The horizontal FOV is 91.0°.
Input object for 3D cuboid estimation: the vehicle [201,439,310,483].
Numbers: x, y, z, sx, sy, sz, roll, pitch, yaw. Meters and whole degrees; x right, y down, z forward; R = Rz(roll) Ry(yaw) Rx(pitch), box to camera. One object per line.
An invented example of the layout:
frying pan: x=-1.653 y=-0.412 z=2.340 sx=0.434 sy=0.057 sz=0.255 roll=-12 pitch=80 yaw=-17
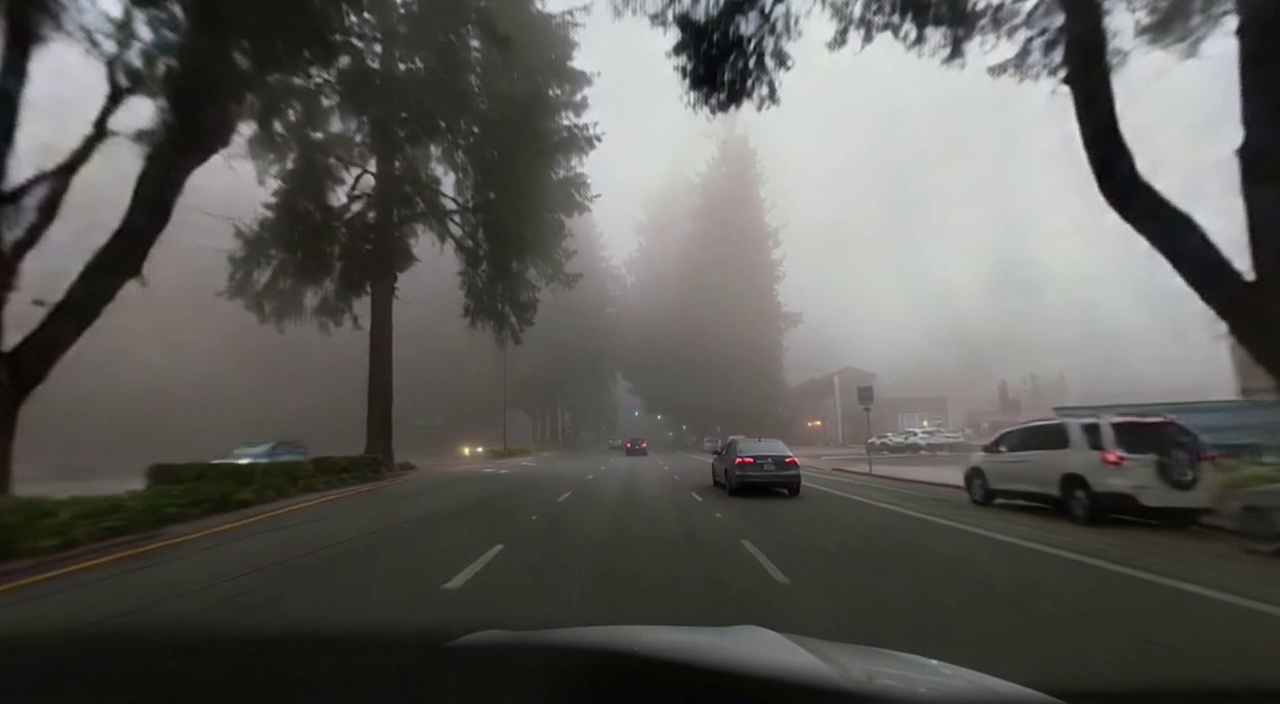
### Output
vehicle: x=-15.648 y=4.432 z=25.926 sx=1.885 sy=1.633 sz=4.265 roll=1 pitch=-8 yaw=-2

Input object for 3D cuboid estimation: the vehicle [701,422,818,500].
vehicle: x=2.779 y=2.651 z=15.645 sx=2.022 sy=1.656 sz=4.025 roll=0 pitch=-8 yaw=-1

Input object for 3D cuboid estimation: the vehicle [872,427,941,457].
vehicle: x=17.399 y=5.934 z=41.386 sx=2.131 sy=1.782 sz=5.183 roll=0 pitch=-8 yaw=-2

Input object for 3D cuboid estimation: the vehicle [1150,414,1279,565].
vehicle: x=7.564 y=1.308 z=5.750 sx=1.886 sy=1.534 sz=4.464 roll=1 pitch=-8 yaw=-3

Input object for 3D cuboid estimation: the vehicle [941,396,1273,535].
vehicle: x=7.469 y=1.879 z=10.971 sx=2.047 sy=1.852 sz=4.861 roll=0 pitch=-8 yaw=0
